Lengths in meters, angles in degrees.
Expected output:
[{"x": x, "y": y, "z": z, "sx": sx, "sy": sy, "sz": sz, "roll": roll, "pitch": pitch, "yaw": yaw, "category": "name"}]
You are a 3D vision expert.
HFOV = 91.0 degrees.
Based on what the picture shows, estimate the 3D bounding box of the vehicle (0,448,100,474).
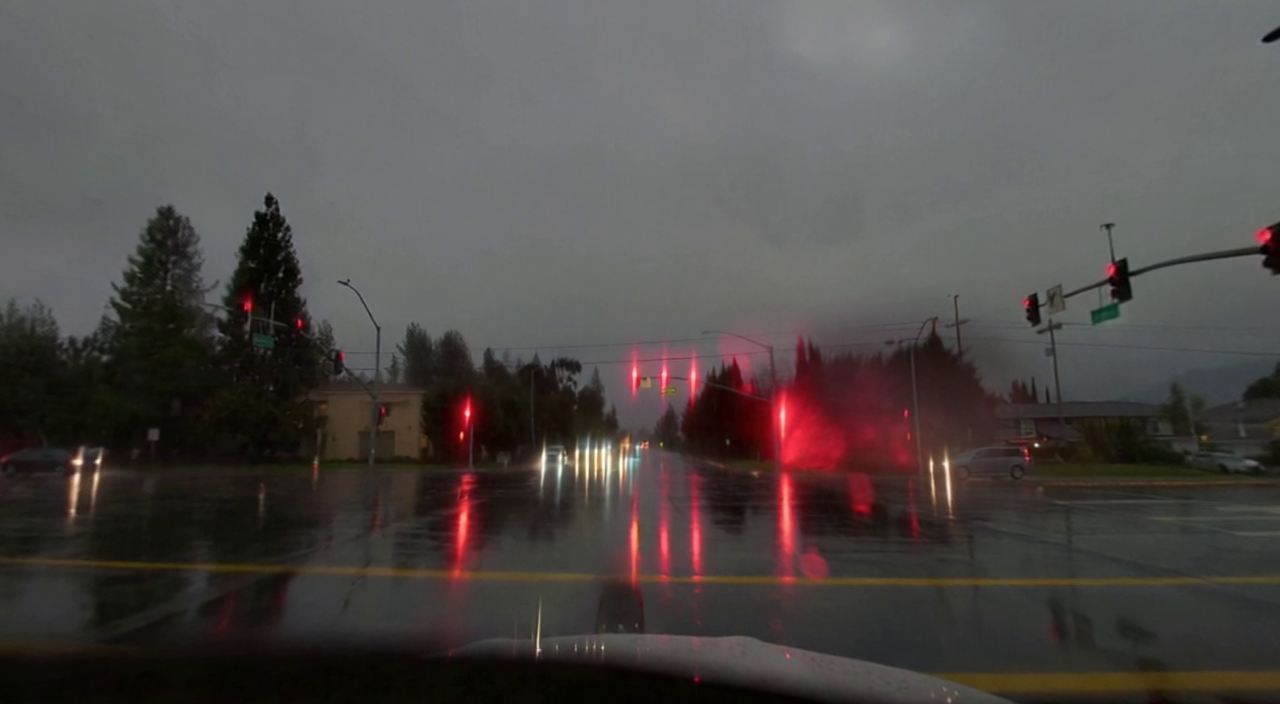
[{"x": -35.151, "y": 6.417, "z": 37.171, "sx": 4.741, "sy": 1.447, "sz": 1.807, "roll": 0, "pitch": -9, "yaw": 0, "category": "vehicle"}]

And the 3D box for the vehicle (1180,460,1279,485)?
[{"x": 36.213, "y": 7.312, "z": 38.297, "sx": 4.976, "sy": 1.428, "sz": 1.929, "roll": 0, "pitch": -8, "yaw": -2, "category": "vehicle"}]

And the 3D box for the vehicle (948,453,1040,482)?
[{"x": 21.088, "y": 6.874, "z": 37.580, "sx": 4.447, "sy": 1.623, "sz": 1.801, "roll": 0, "pitch": -9, "yaw": -3, "category": "vehicle"}]

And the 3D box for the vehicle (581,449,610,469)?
[{"x": -3.463, "y": 8.372, "z": 49.301, "sx": 1.908, "sy": 1.441, "sz": 4.142, "roll": 0, "pitch": -8, "yaw": 1, "category": "vehicle"}]
